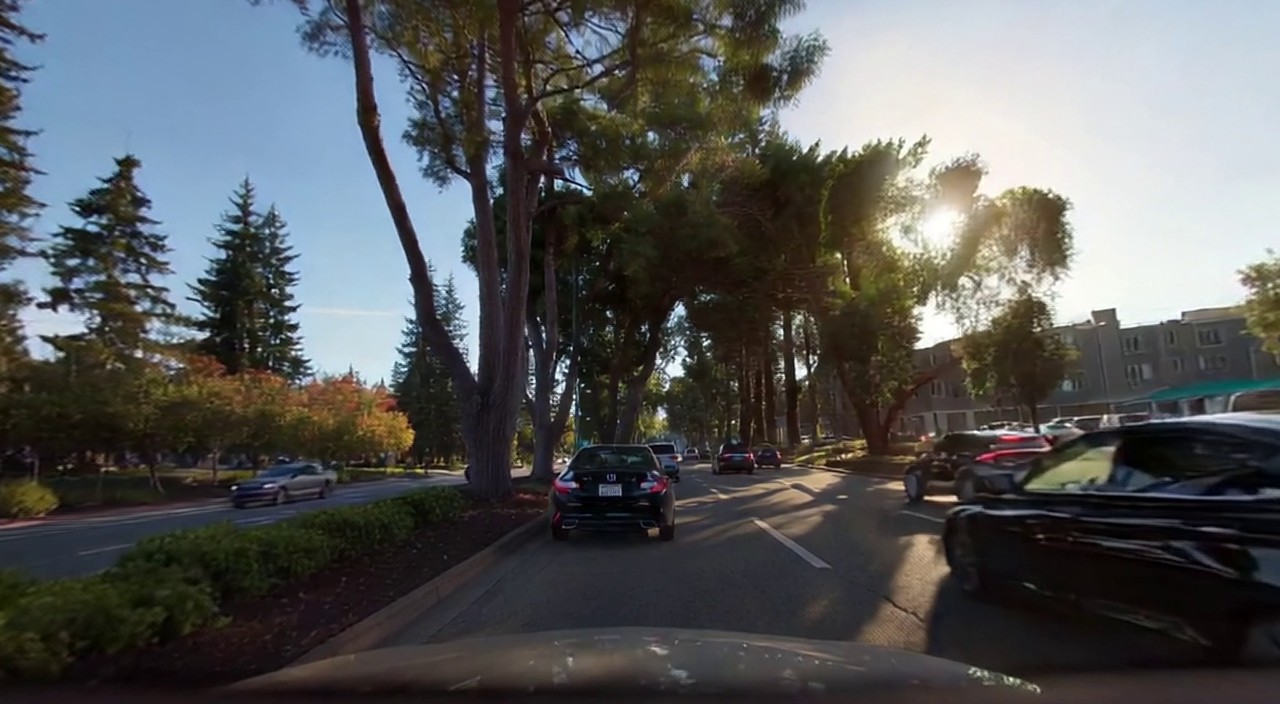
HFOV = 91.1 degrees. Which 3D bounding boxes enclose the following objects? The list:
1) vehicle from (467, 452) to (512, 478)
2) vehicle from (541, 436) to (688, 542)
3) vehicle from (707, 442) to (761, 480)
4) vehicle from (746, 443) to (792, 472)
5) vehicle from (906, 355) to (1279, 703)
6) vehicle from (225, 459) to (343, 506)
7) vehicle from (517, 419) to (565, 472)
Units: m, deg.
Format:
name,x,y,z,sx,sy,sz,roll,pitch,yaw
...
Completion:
name,x,y,z,sx,sy,sz,roll,pitch,yaw
vehicle,-10.951,8.255,46.126,2.030,1.700,4.505,0,-8,2
vehicle,-0.313,2.268,11.077,2.111,1.506,4.018,0,-8,2
vehicle,4.407,5.180,30.109,1.971,1.637,4.317,0,-8,1
vehicle,8.266,6.790,40.604,2.064,1.747,4.372,0,-8,1
vehicle,3.674,1.098,4.276,1.977,1.652,4.090,0,-8,1
vehicle,-13.378,4.888,23.980,1.900,1.508,4.459,0,-8,0
vehicle,-7.542,7.181,48.292,2.993,3.919,3.476,0,-8,2
